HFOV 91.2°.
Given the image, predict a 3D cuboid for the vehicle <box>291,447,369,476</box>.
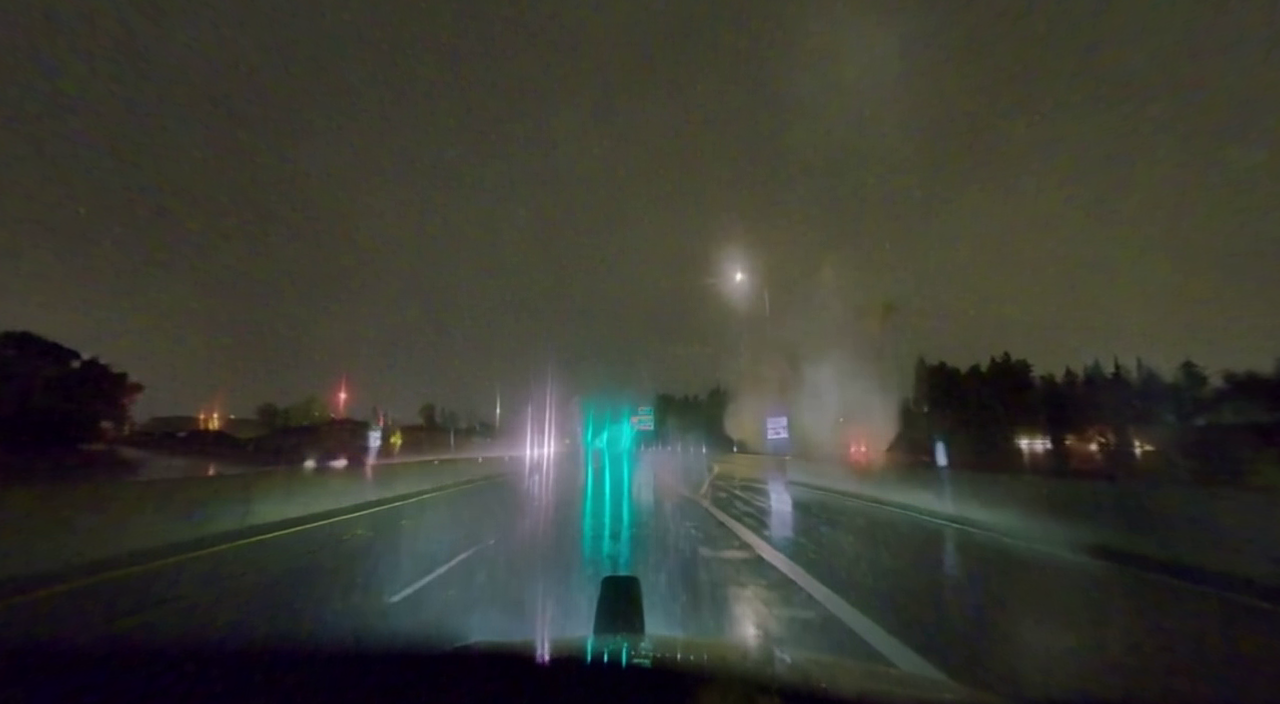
[{"bbox_3d":[-16.975,5.998,34.586,1.878,1.490,4.785,0,-9,-1],"label":"vehicle"}]
